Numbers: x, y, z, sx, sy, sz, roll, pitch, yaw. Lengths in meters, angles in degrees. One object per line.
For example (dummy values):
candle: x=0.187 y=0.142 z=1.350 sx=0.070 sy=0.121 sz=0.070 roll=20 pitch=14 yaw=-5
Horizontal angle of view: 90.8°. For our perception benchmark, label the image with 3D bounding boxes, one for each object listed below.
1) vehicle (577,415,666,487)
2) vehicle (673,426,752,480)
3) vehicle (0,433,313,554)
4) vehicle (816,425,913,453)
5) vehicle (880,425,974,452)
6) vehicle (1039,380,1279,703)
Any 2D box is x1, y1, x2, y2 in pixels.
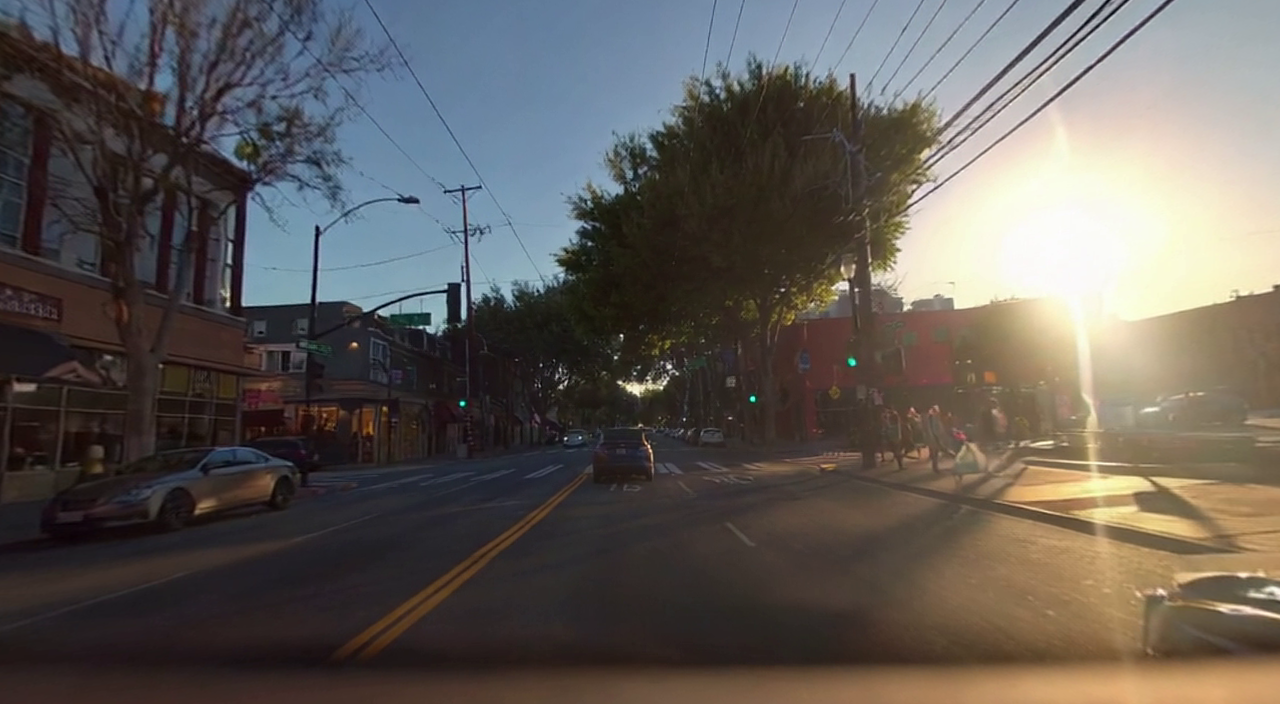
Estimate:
vehicle: x=-0.528 y=2.931 z=18.922 sx=2.301 sy=1.854 sz=4.919 roll=0 pitch=-8 yaw=-1
vehicle: x=2.294 y=3.326 z=21.040 sx=1.998 sy=1.580 sz=4.015 roll=0 pitch=-8 yaw=-2
vehicle: x=-9.739 y=2.806 z=13.657 sx=2.048 sy=1.985 sz=6.011 roll=1 pitch=-8 yaw=0
vehicle: x=12.645 y=4.936 z=35.757 sx=4.713 sy=1.493 sz=1.875 roll=0 pitch=-8 yaw=-2
vehicle: x=16.298 y=4.941 z=36.039 sx=4.428 sy=1.488 sz=1.980 roll=0 pitch=-8 yaw=1
vehicle: x=2.832 y=0.630 z=0.501 sx=2.146 sy=1.457 sz=4.439 roll=0 pitch=-8 yaw=0
